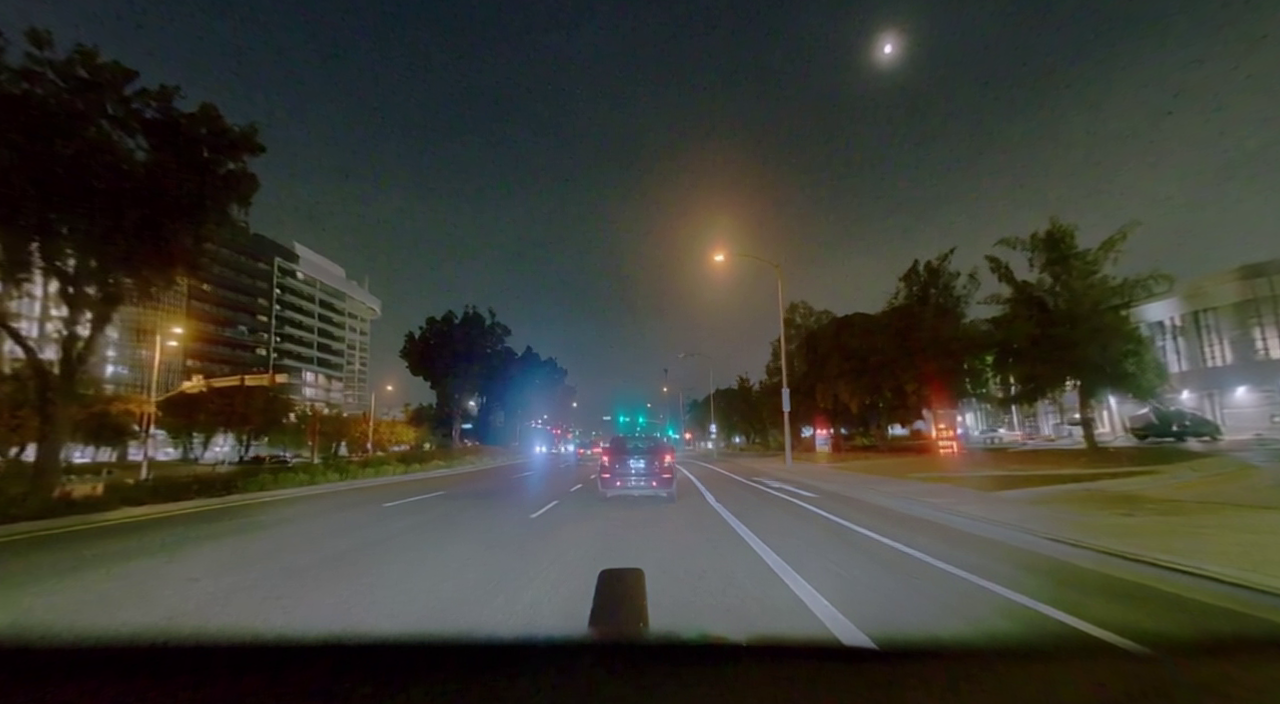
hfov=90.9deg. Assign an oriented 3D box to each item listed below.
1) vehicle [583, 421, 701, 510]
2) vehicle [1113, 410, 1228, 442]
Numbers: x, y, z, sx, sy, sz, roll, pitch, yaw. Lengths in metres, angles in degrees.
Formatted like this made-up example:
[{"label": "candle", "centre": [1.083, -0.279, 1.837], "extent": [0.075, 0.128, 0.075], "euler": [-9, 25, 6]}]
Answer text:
[{"label": "vehicle", "centre": [0.057, 2.444, 13.975], "extent": [2.199, 1.652, 4.101], "euler": [0, -8, 1]}, {"label": "vehicle", "centre": [31.877, 4.507, 38.117], "extent": [4.903, 1.767, 2.105], "euler": [-5, -10, 31]}]
